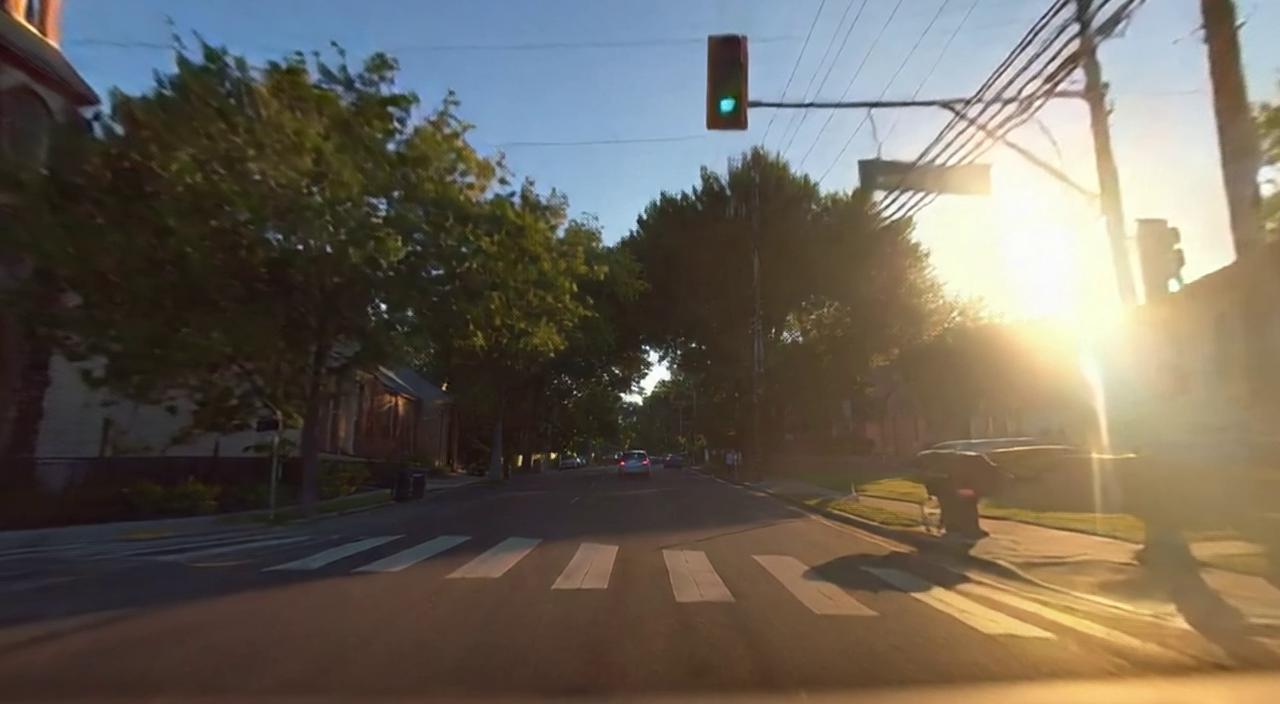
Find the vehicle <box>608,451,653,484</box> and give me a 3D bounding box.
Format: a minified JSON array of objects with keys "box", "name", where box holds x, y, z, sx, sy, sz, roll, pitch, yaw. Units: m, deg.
[{"box":[-0.453,5.732,31.417,2.093,1.497,4.010,0,-9,-1],"name":"vehicle"}]
